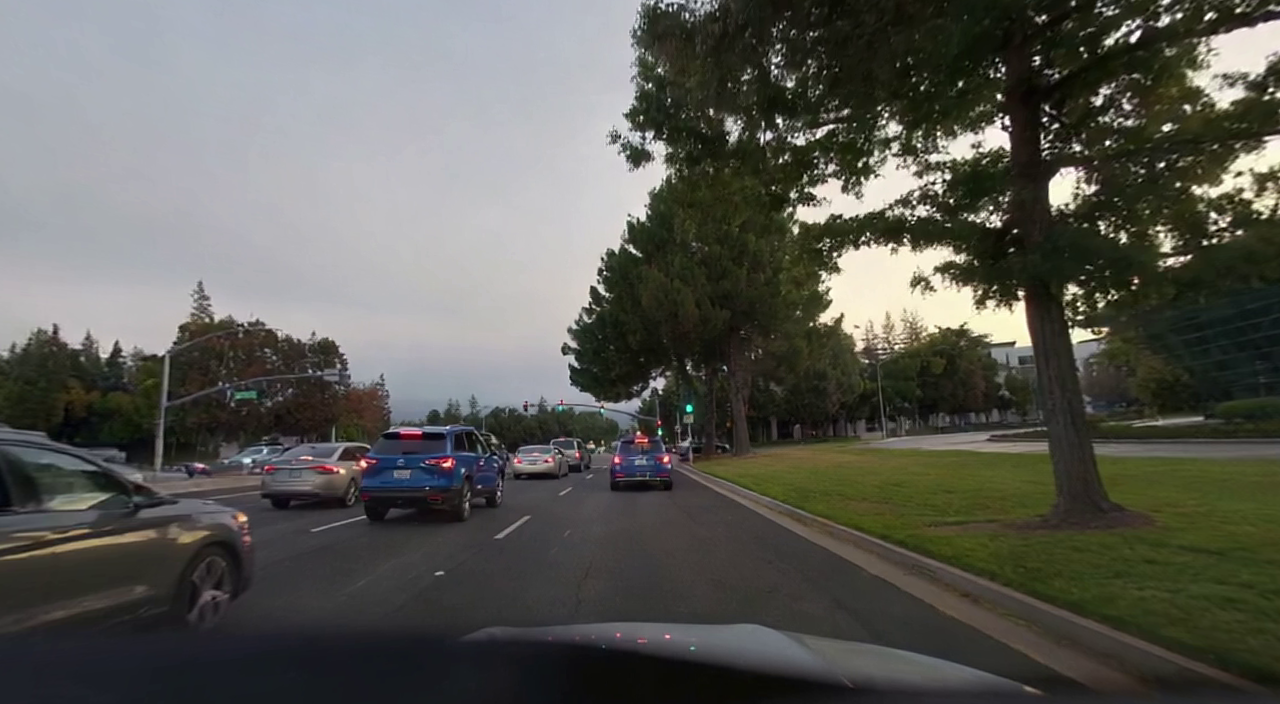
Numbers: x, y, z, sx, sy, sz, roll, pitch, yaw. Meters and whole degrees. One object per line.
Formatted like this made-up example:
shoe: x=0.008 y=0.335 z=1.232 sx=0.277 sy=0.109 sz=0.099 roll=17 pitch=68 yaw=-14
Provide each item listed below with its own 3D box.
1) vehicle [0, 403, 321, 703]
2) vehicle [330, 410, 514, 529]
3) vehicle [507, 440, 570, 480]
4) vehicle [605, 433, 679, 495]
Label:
vehicle: x=-3.694 y=1.060 z=3.165 sx=2.007 sy=1.512 sz=4.279 roll=0 pitch=-9 yaw=-1
vehicle: x=-4.115 y=2.333 z=13.082 sx=2.088 sy=1.947 sz=5.119 roll=0 pitch=-9 yaw=-1
vehicle: x=-4.157 y=4.486 z=26.479 sx=1.942 sy=1.523 sz=4.212 roll=0 pitch=-9 yaw=0
vehicle: x=0.039 y=3.426 z=19.700 sx=2.055 sy=1.681 sz=4.270 roll=0 pitch=-9 yaw=0
